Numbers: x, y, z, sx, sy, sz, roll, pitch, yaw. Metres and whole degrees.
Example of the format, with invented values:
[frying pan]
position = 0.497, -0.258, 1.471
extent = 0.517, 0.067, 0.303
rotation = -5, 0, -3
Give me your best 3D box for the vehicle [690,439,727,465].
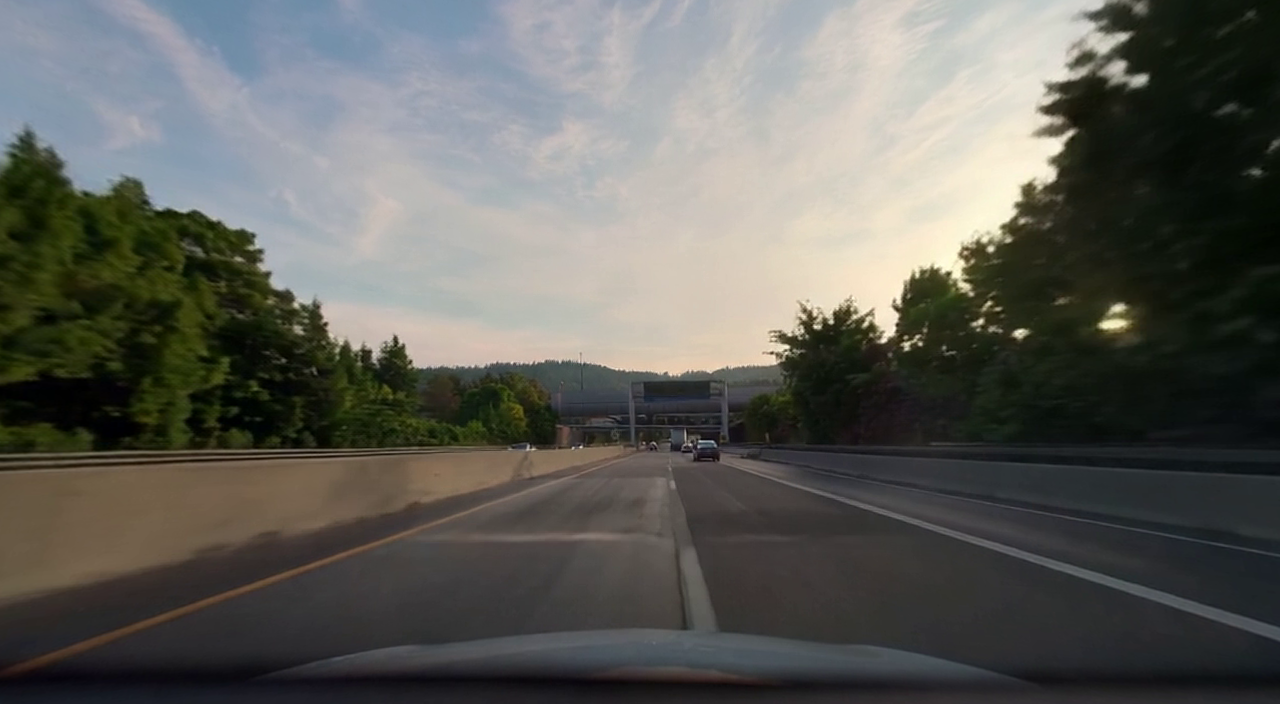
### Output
[vehicle]
position = 4.345, 6.354, 40.190
extent = 1.954, 1.550, 4.140
rotation = 0, -8, 1
